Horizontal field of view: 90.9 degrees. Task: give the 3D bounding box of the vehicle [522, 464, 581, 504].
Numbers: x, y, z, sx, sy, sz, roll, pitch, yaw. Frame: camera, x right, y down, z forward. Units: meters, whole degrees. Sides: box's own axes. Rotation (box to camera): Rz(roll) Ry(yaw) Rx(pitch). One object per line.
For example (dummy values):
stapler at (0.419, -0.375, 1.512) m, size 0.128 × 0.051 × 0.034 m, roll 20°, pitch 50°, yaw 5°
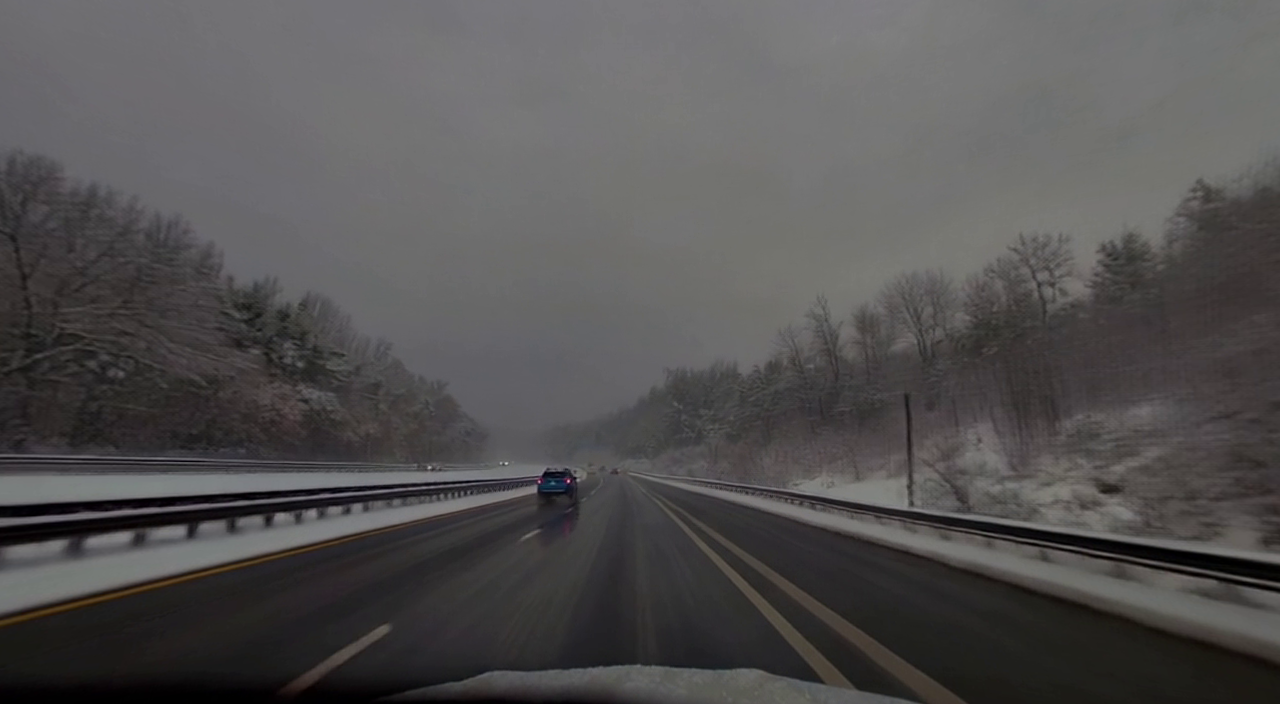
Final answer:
vehicle at (-3.756, 5.705, 27.463) m, size 1.967 × 1.556 × 4.364 m, roll 1°, pitch -11°, yaw -1°
